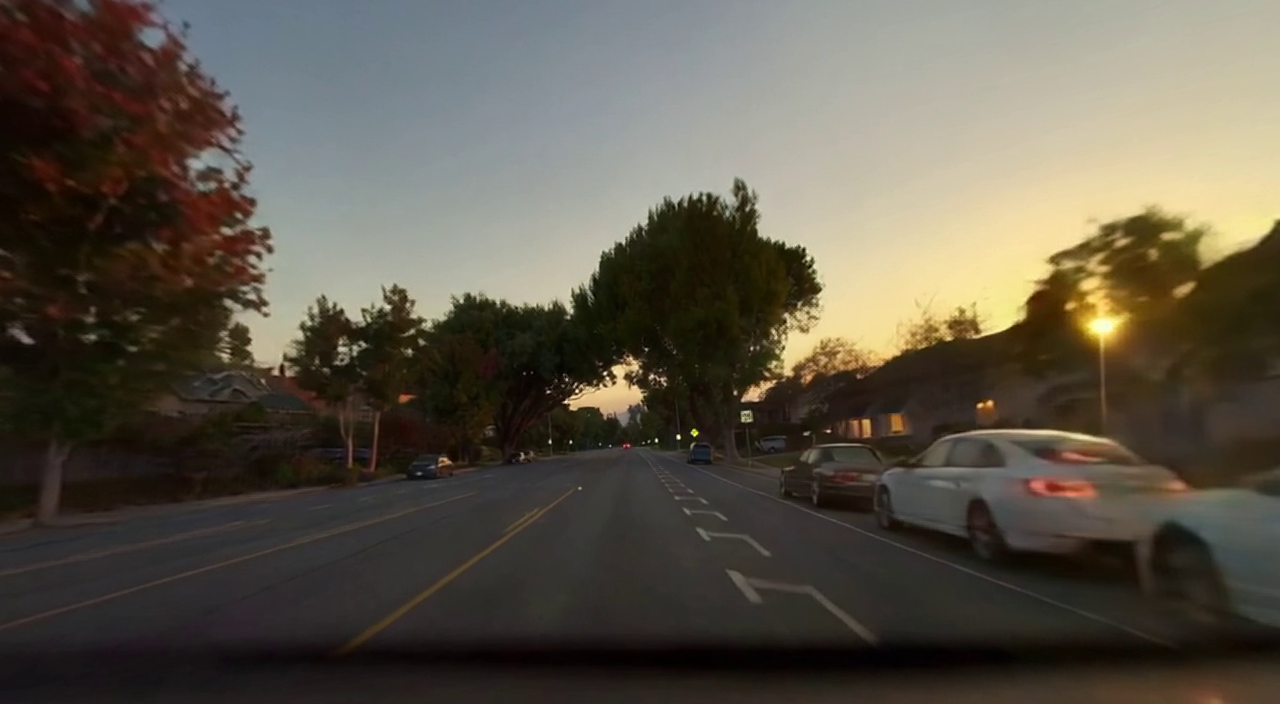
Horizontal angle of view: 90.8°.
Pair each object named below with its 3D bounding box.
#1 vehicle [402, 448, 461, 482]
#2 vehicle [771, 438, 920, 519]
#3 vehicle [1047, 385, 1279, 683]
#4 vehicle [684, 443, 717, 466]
[{"bbox_3d":[-12.477,6.749,38.154,2.034,1.646,4.808,-5,-7,-2],"label":"vehicle"},{"bbox_3d":[4.576,2.865,14.923,1.939,1.561,4.495,2,-8,-1],"label":"vehicle"},{"bbox_3d":[4.587,0.960,2.841,1.917,1.664,5.490,3,-9,0],"label":"vehicle"},{"bbox_3d":[4.371,7.501,46.221,2.000,1.520,4.943,0,-9,0],"label":"vehicle"}]
